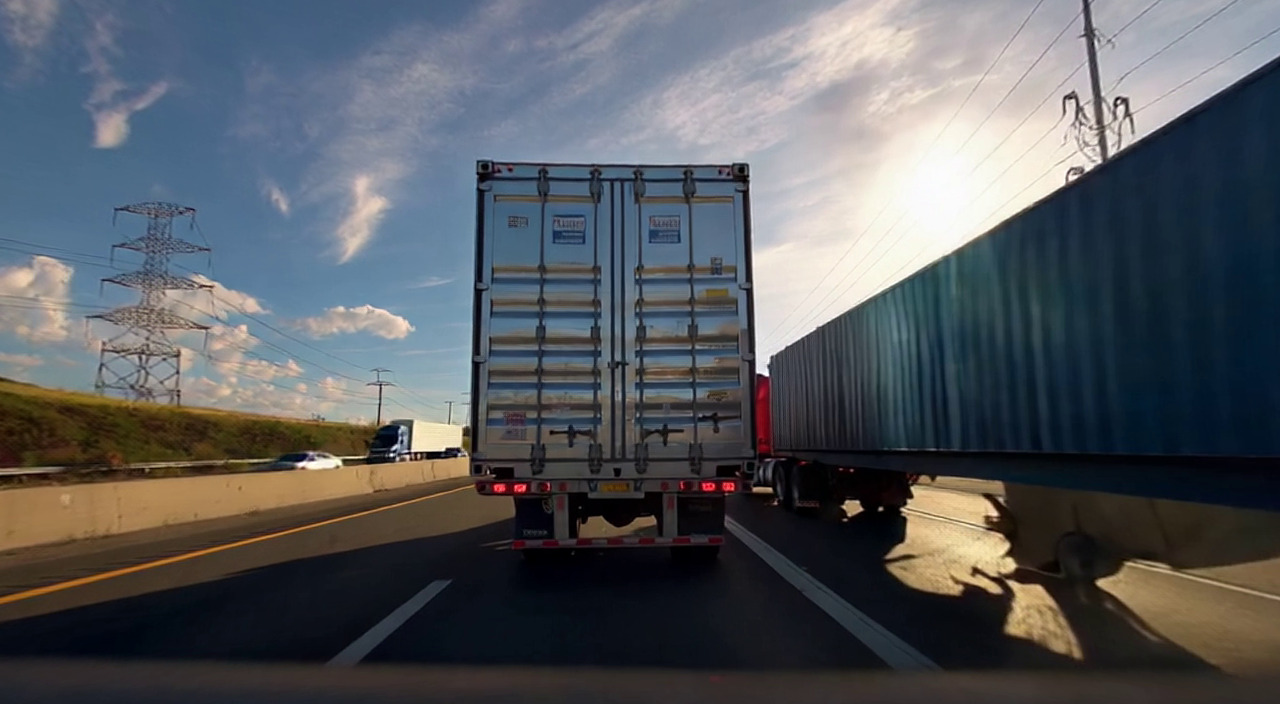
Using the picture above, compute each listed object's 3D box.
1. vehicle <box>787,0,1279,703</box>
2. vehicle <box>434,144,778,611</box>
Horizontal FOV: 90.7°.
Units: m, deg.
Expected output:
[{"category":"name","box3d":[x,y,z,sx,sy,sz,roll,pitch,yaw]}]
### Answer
[{"category":"vehicle","box3d":[3.547,0.172,4.806,2.955,3.777,7.403,0,-8,-1]},{"category":"vehicle","box3d":[-0.282,1.004,11.479,2.841,4.071,12.046,0,-8,0]}]
